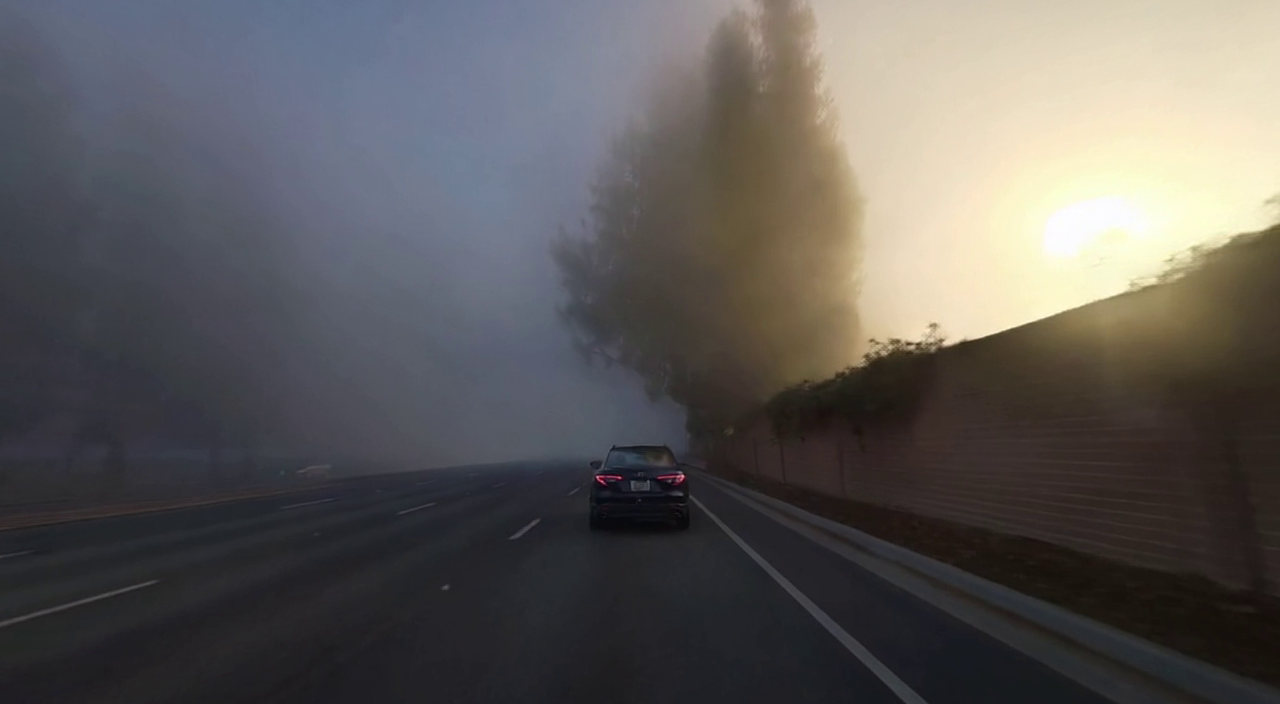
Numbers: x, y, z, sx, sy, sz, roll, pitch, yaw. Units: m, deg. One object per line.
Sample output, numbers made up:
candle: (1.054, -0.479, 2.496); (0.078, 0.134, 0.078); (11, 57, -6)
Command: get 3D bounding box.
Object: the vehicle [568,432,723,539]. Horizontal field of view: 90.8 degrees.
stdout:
vehicle: (0.075, 2.231, 11.207); (2.205, 1.509, 4.272); (0, -8, 0)
